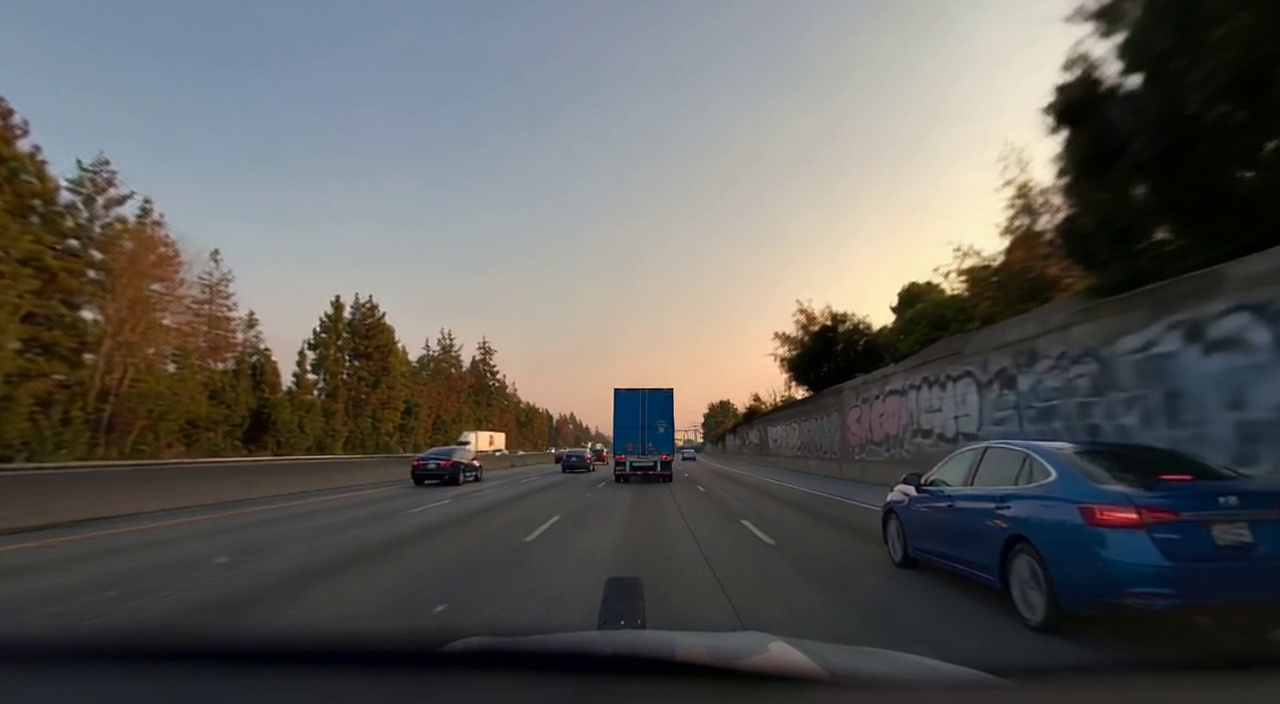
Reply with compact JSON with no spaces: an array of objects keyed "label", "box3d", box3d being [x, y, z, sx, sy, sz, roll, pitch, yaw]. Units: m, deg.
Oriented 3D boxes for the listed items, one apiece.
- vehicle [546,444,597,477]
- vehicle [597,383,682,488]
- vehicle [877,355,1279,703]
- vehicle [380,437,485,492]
[{"label":"vehicle","box3d":[-3.343,5.416,31.667,2.020,1.505,4.171,0,-9,1]},{"label":"vehicle","box3d":[-0.023,3.659,26.868,2.915,3.661,9.741,0,-9,0]},{"label":"vehicle","box3d":[3.792,1.189,4.816,2.205,1.689,4.403,0,-9,0]},{"label":"vehicle","box3d":[-6.661,3.651,20.750,2.005,1.607,4.042,0,-9,1]}]
